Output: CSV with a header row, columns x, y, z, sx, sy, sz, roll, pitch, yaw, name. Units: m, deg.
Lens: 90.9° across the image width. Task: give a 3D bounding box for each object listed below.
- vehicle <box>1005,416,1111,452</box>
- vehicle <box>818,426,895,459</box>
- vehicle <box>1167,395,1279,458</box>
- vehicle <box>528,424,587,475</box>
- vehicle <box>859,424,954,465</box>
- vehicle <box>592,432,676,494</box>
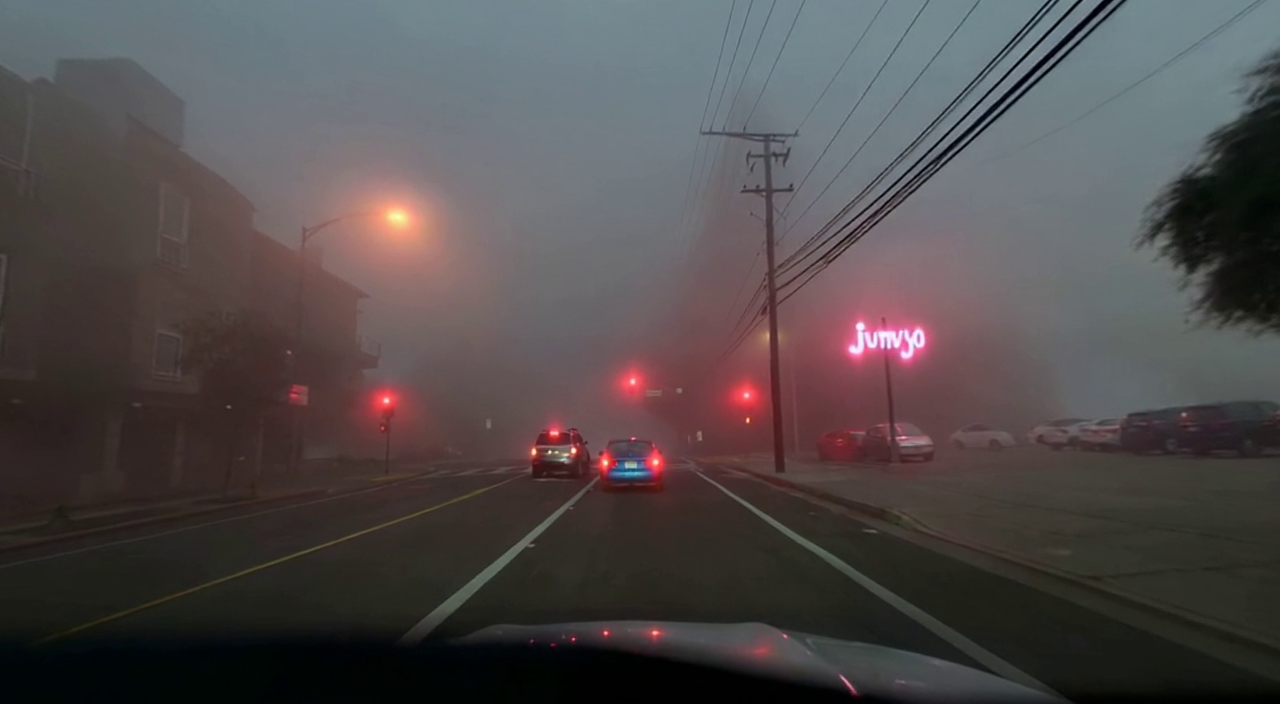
x,y,z,sx,sy,sz,roll,pitch,yaw,name
18.560,3.662,27.956,4.446,1.511,1.977,4,-10,-29,vehicle
10.458,4.441,30.838,1.842,1.471,4.481,1,-8,-6,vehicle
18.537,2.321,19.281,4.206,1.722,2.100,4,-10,-28,vehicle
-3.236,3.852,25.077,2.106,1.852,4.512,1,-8,-6,vehicle
10.356,3.634,24.873,1.888,1.455,4.268,0,-8,0,vehicle
-0.220,3.044,17.656,2.070,1.481,4.216,0,-8,-2,vehicle
